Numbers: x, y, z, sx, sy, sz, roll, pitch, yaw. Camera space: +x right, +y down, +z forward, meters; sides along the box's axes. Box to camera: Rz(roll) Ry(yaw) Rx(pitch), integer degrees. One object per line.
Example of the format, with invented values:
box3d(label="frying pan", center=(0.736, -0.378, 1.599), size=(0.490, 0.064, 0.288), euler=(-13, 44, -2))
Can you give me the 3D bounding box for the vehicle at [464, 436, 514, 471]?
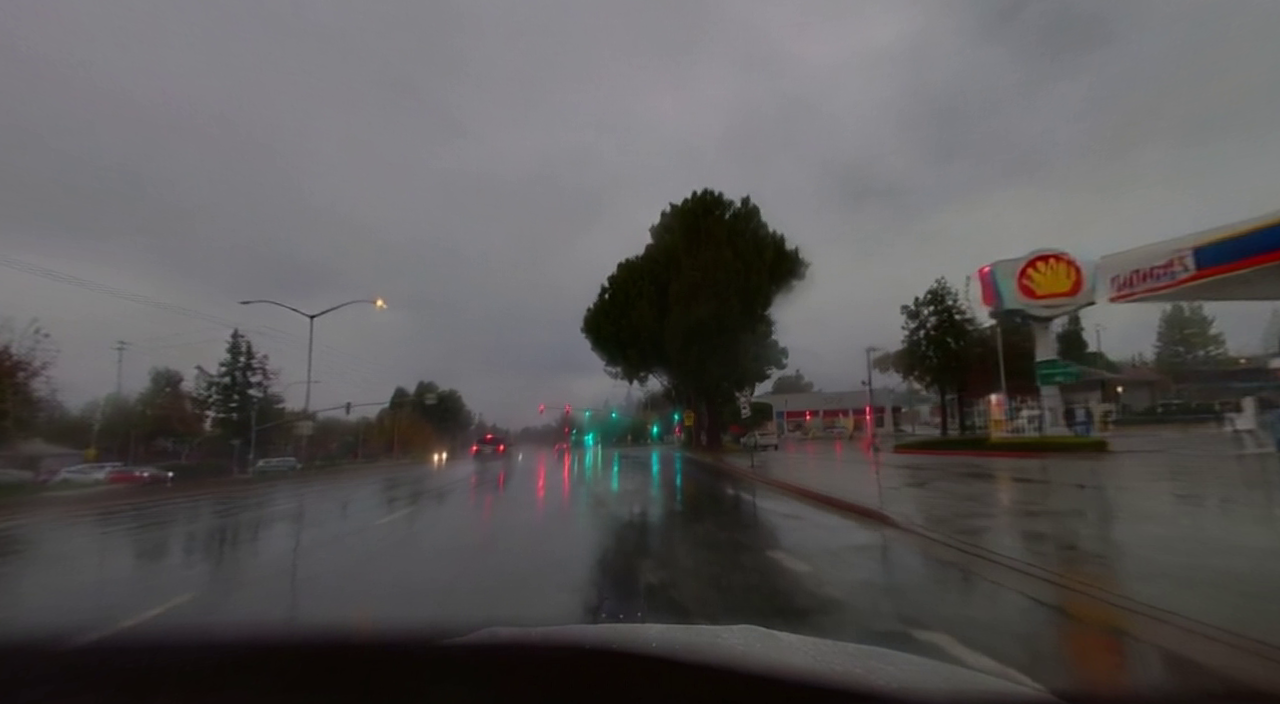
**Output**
box3d(label="vehicle", center=(-8.281, 5.591, 35.014), size=(1.985, 1.772, 4.479), euler=(0, -8, -4))
